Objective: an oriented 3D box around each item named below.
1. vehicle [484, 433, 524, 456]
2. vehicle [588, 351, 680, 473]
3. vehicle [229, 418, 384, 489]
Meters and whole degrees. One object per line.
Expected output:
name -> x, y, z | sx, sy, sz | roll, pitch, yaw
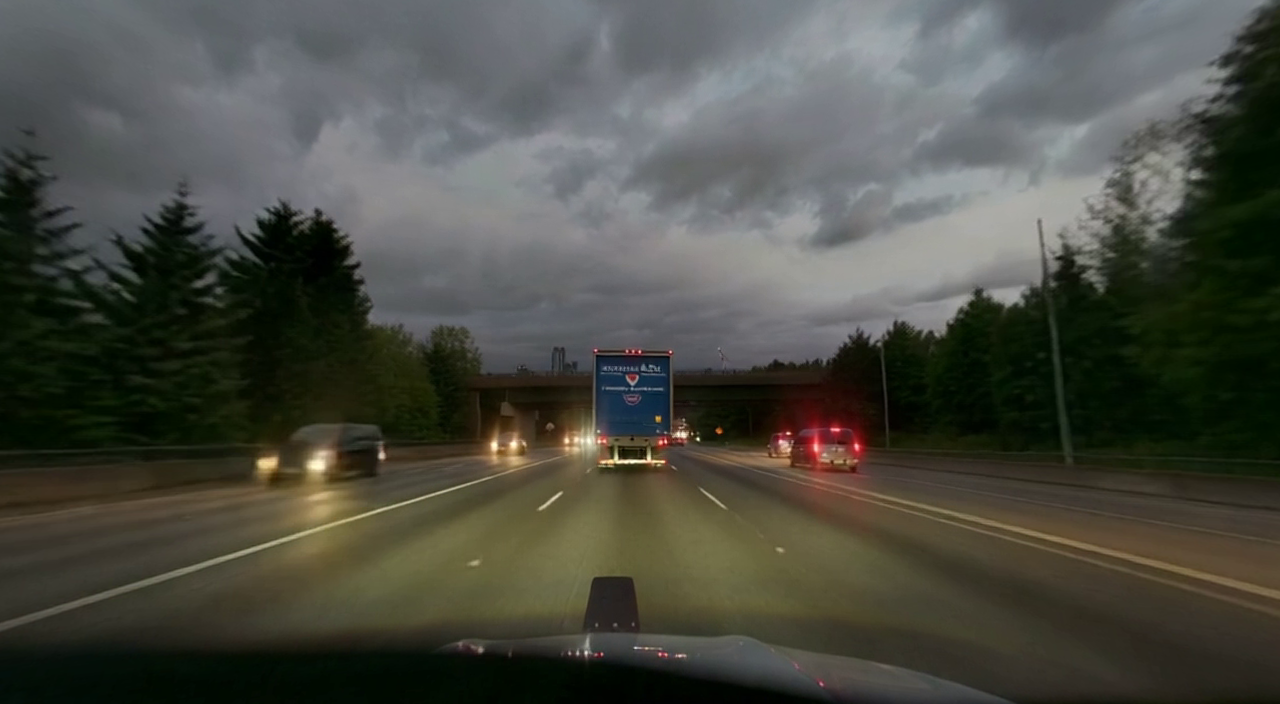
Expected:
vehicle -> -9.204, 6.301, 42.911 | 1.872, 1.461, 3.966 | -1, -8, 0
vehicle -> -0.419, 2.566, 25.139 | 2.895, 3.861, 10.213 | 0, -8, -3
vehicle -> -8.847, 2.718, 17.200 | 2.043, 1.672, 4.101 | 0, -8, -1
